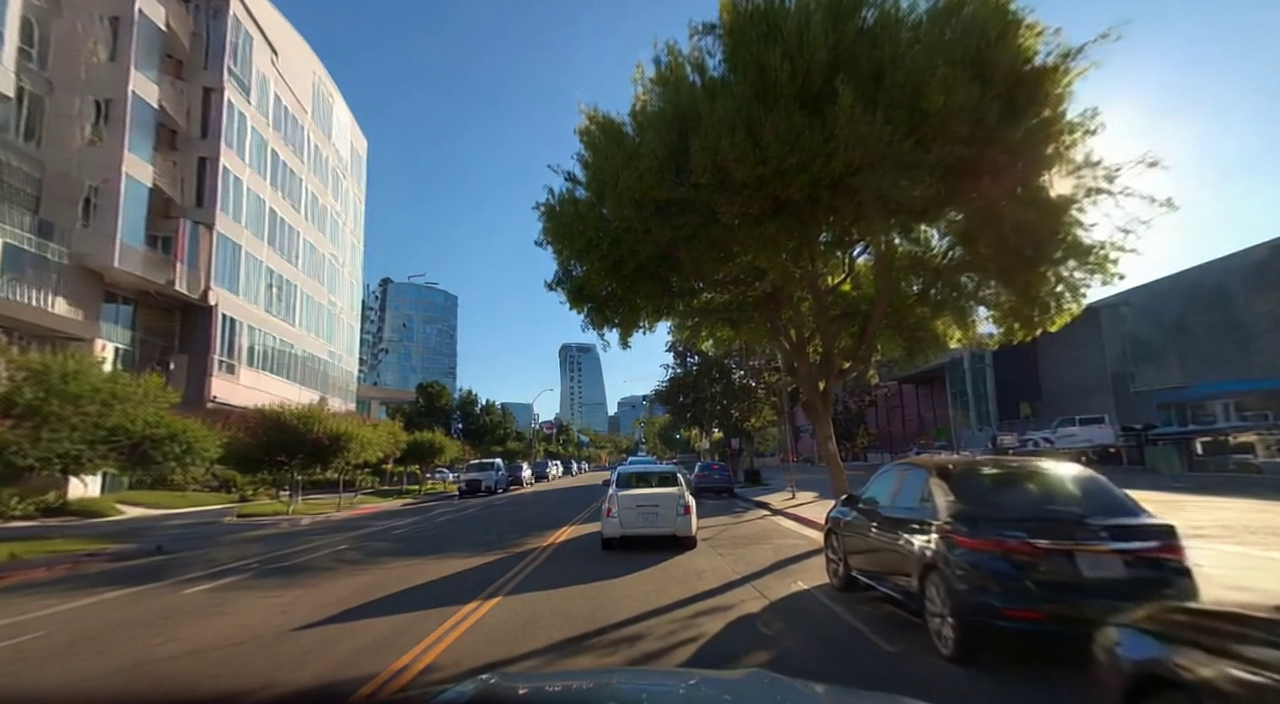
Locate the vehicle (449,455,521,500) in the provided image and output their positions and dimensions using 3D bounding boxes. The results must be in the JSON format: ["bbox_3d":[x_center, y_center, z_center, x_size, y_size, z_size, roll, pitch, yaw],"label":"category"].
[{"bbox_3d":[-6.634,5.503,27.360,2.024,1.654,4.396,-3,-12,-1],"label":"vehicle"}]

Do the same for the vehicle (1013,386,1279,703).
[{"bbox_3d":[2.666,0.742,0.855,1.884,1.566,4.018,0,-10,1],"label":"vehicle"}]

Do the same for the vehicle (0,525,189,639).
[{"bbox_3d":[-6.858,2.153,5.545,2.223,0.774,4.789,1,-10,1],"label":"vehicle"}]

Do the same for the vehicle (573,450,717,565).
[{"bbox_3d":[0.054,2.538,10.777,2.018,1.583,3.646,1,-10,-1],"label":"vehicle"}]
